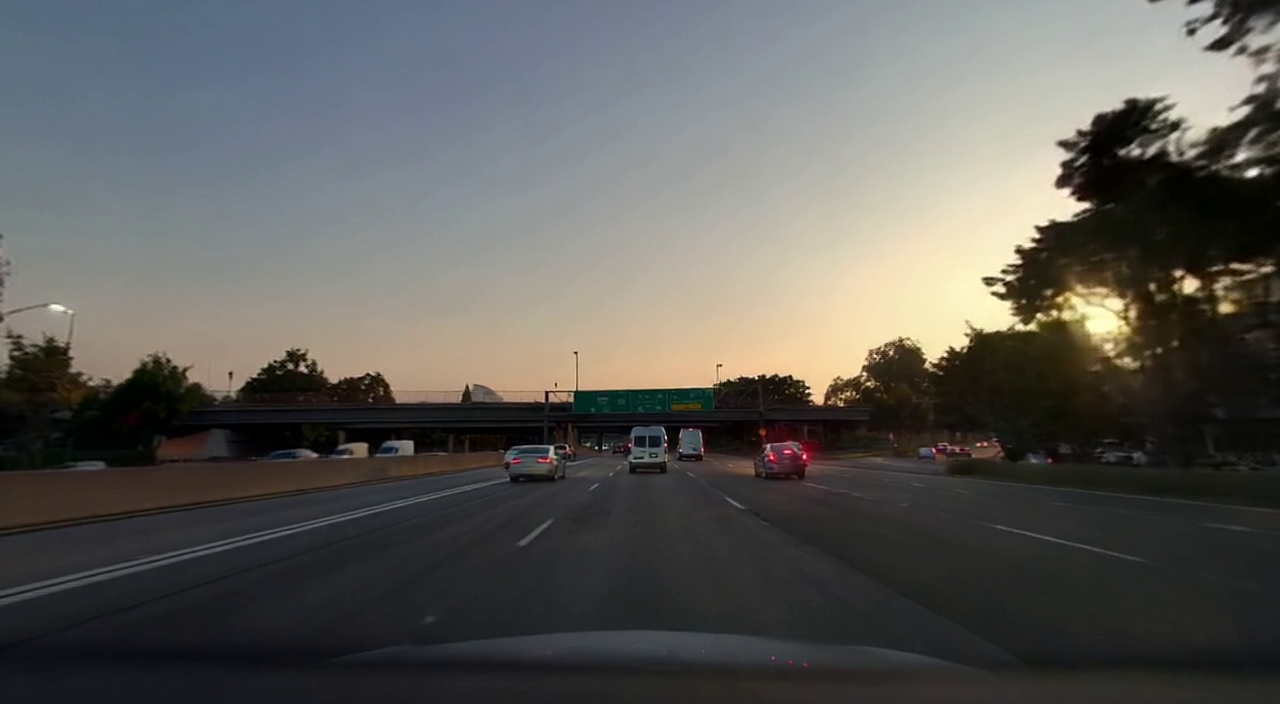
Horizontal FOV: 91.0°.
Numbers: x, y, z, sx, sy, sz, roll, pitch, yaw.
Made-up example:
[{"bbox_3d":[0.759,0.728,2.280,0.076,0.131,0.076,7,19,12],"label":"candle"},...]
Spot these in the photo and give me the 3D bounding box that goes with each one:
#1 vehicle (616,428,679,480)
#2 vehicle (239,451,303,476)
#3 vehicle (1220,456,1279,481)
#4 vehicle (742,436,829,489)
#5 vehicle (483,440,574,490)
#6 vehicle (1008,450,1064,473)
[{"bbox_3d":[0.319,4.471,27.757,2.509,2.062,4.639,0,-9,0],"label":"vehicle"},{"bbox_3d":[-22.868,6.895,39.156,1.640,1.464,3.687,0,-9,2],"label":"vehicle"},{"bbox_3d":[42.976,7.949,43.159,4.217,1.445,1.810,-5,-8,12],"label":"vehicle"},{"bbox_3d":[5.009,3.869,22.379,2.146,1.678,4.489,0,-8,1],"label":"vehicle"},{"bbox_3d":[-3.750,3.914,22.160,2.173,1.542,4.781,0,-8,2],"label":"vehicle"},{"bbox_3d":[30.864,8.516,49.238,2.039,1.718,4.674,-1,-9,10],"label":"vehicle"}]
